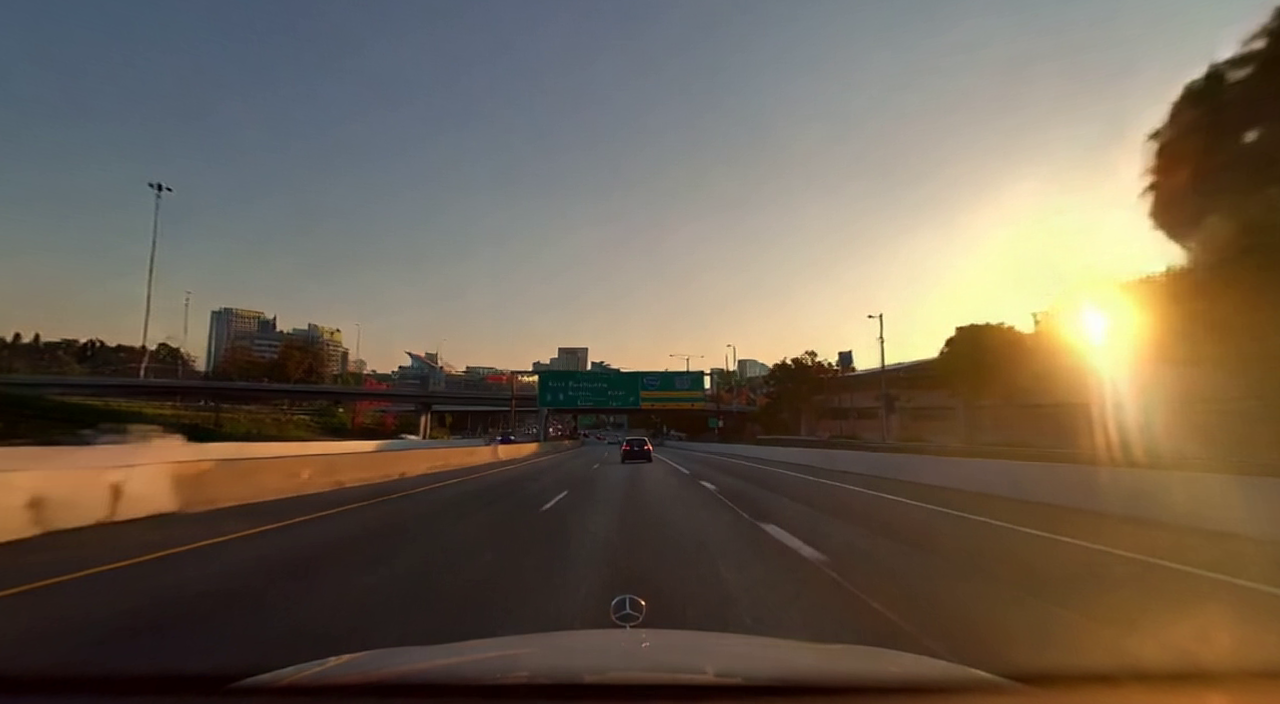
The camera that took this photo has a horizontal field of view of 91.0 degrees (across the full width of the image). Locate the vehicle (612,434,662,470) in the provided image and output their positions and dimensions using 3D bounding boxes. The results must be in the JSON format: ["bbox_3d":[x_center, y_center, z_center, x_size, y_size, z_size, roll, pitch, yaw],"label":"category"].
[{"bbox_3d":[-0.138,4.558,28.794,2.130,1.512,4.057,1,-8,0],"label":"vehicle"}]
